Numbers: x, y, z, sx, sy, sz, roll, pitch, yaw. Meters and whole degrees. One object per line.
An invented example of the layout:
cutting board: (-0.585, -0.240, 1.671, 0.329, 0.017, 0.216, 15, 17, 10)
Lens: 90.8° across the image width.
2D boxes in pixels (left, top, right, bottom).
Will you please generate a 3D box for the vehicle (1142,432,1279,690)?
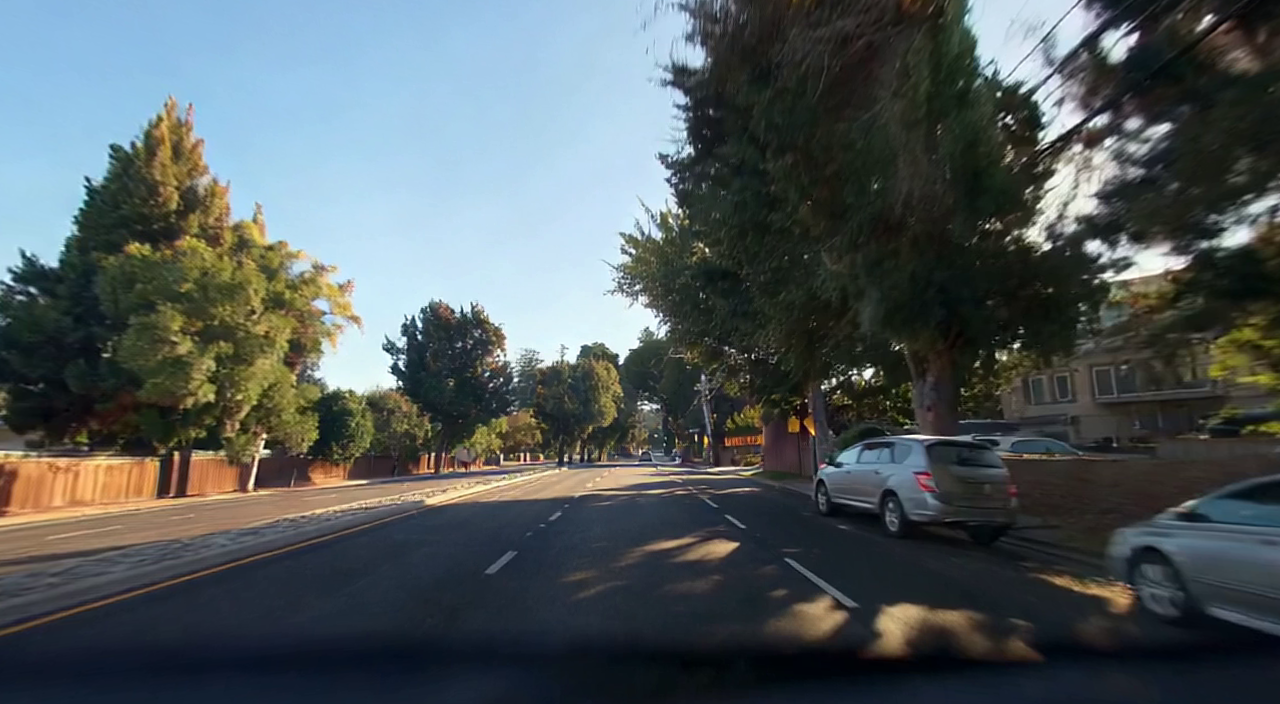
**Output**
vehicle: (4.675, 1.029, 2.425, 1.913, 1.486, 4.355, 0, -9, 0)

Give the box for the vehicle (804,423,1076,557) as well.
vehicle: (4.537, 2.162, 10.667, 2.092, 1.713, 4.830, 0, -9, -2)
